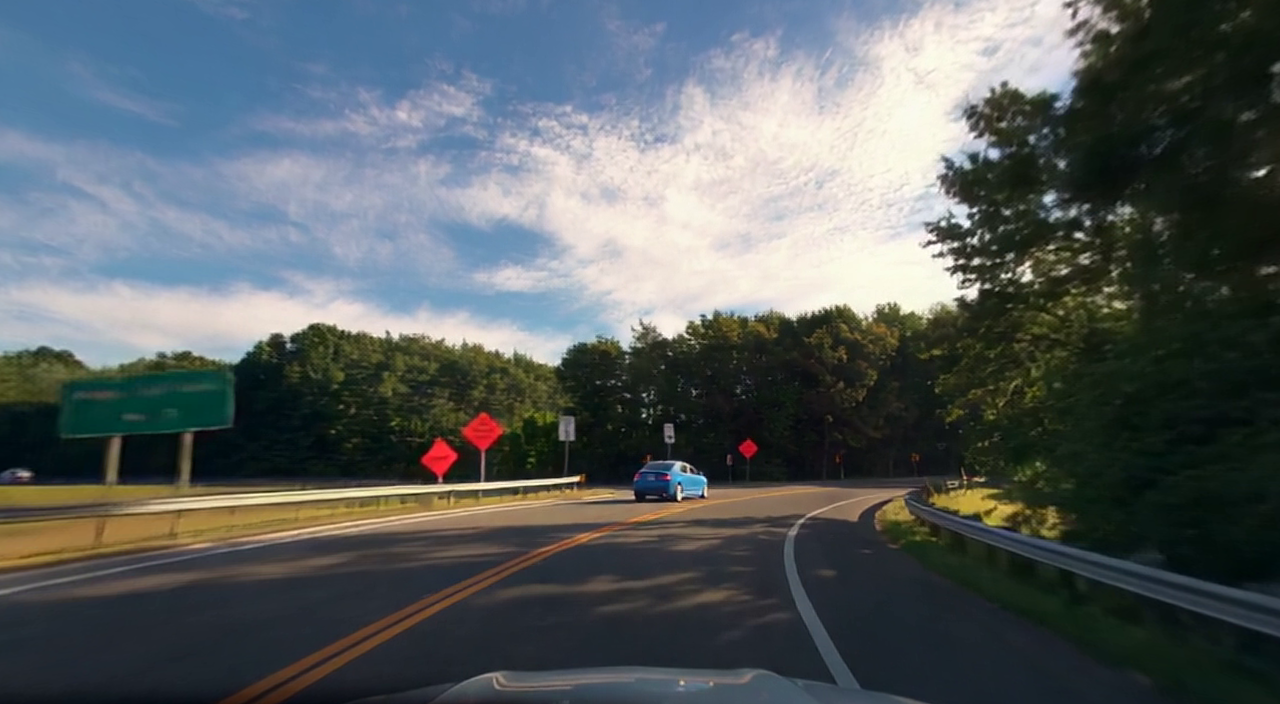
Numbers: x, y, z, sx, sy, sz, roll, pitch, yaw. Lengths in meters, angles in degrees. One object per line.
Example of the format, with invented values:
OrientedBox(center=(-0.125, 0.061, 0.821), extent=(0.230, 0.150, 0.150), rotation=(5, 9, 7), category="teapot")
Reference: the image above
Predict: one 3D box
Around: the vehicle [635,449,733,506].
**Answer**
OrientedBox(center=(1.626, 4.243, 21.587), extent=(1.997, 1.692, 4.422), rotation=(-4, -11, 23), category="vehicle")
